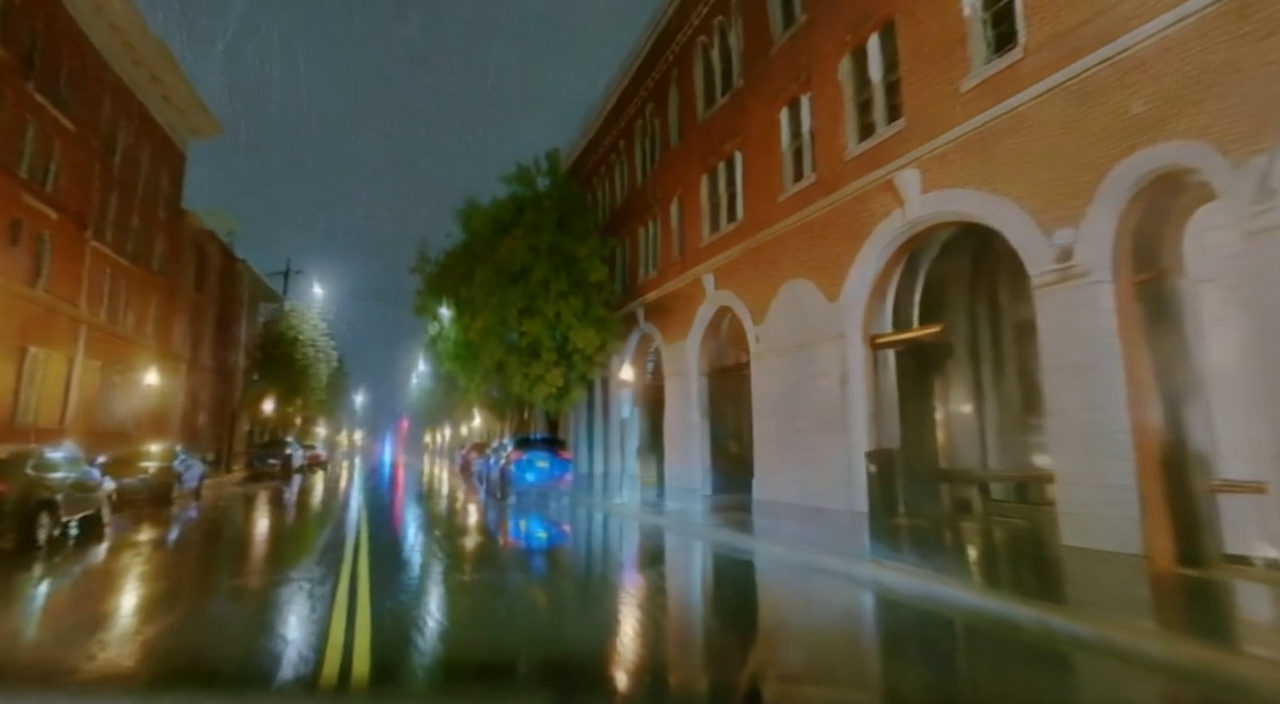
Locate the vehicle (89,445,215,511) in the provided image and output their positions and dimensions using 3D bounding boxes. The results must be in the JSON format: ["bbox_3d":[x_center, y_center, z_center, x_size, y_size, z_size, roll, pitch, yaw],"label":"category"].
[{"bbox_3d":[-12.617,3.207,16.539,1.631,1.459,3.489,1,-8,-21],"label":"vehicle"}]

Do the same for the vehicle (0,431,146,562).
[{"bbox_3d":[-10.275,2.201,10.323,2.186,1.705,5.078,3,-9,-24],"label":"vehicle"}]

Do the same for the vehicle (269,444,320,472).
[{"bbox_3d":[-19.851,6.092,36.368,1.934,1.478,4.180,3,-9,-20],"label":"vehicle"}]

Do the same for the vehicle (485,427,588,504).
[{"bbox_3d":[-2.984,3.056,17.388,1.953,1.804,4.518,3,-9,-20],"label":"vehicle"}]
